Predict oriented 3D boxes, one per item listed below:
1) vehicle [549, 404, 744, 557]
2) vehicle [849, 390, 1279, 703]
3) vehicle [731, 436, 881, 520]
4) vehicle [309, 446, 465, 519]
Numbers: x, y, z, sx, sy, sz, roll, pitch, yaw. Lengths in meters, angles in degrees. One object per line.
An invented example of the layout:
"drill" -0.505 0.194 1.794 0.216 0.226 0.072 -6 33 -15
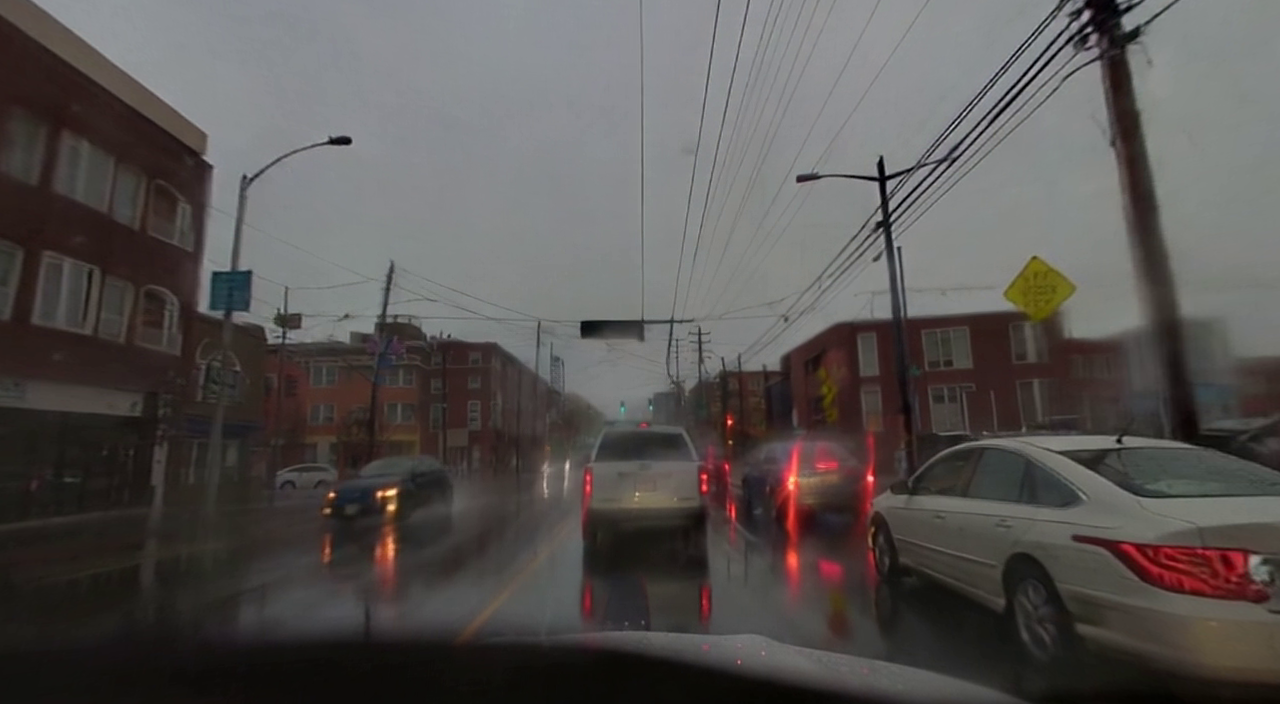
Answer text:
"vehicle" 0.031 1.774 9.327 2.232 1.736 4.036 0 -8 -1
"vehicle" 3.251 1.248 4.790 1.906 1.578 4.020 0 -8 0
"vehicle" 3.200 2.517 13.161 1.970 1.452 4.227 0 -8 0
"vehicle" -6.001 3.108 15.622 2.014 1.538 4.275 0 -8 1
